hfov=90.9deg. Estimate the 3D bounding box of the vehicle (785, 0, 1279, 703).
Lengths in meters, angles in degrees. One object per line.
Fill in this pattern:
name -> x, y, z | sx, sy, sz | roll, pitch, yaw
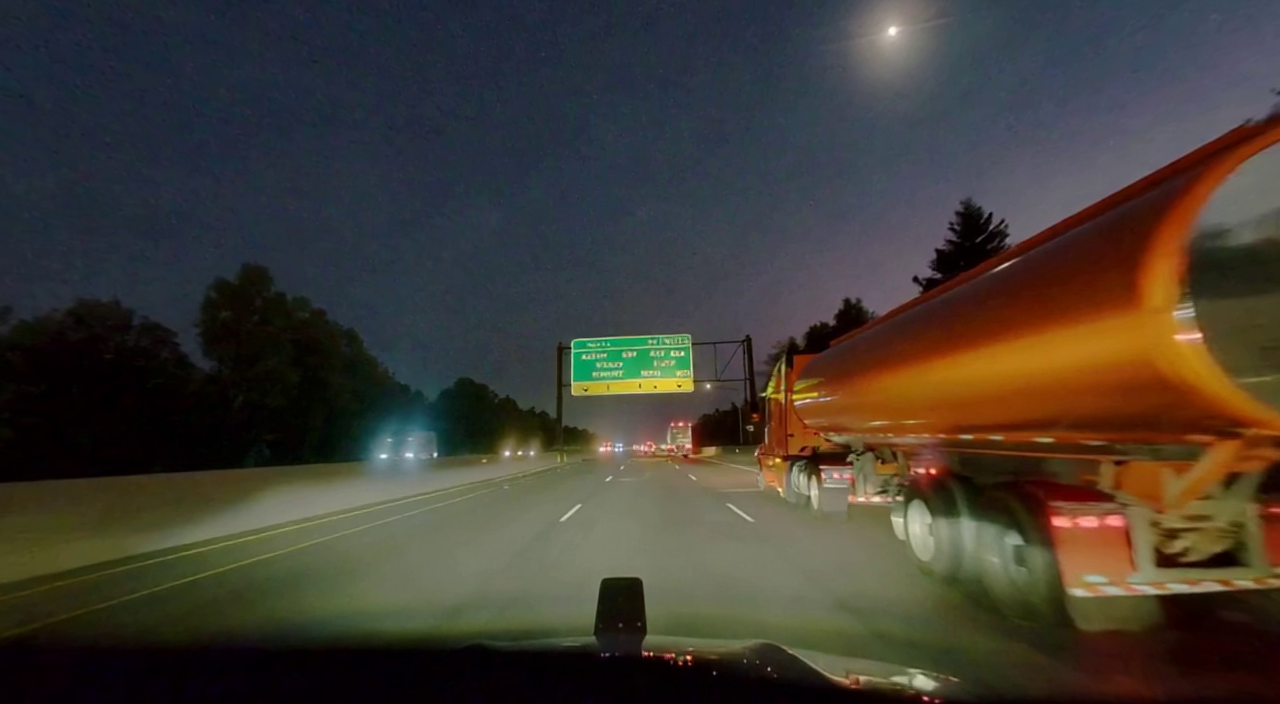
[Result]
vehicle -> 4.202, 0.633, 6.851 | 2.707, 3.474, 10.512 | 0, -9, 0
